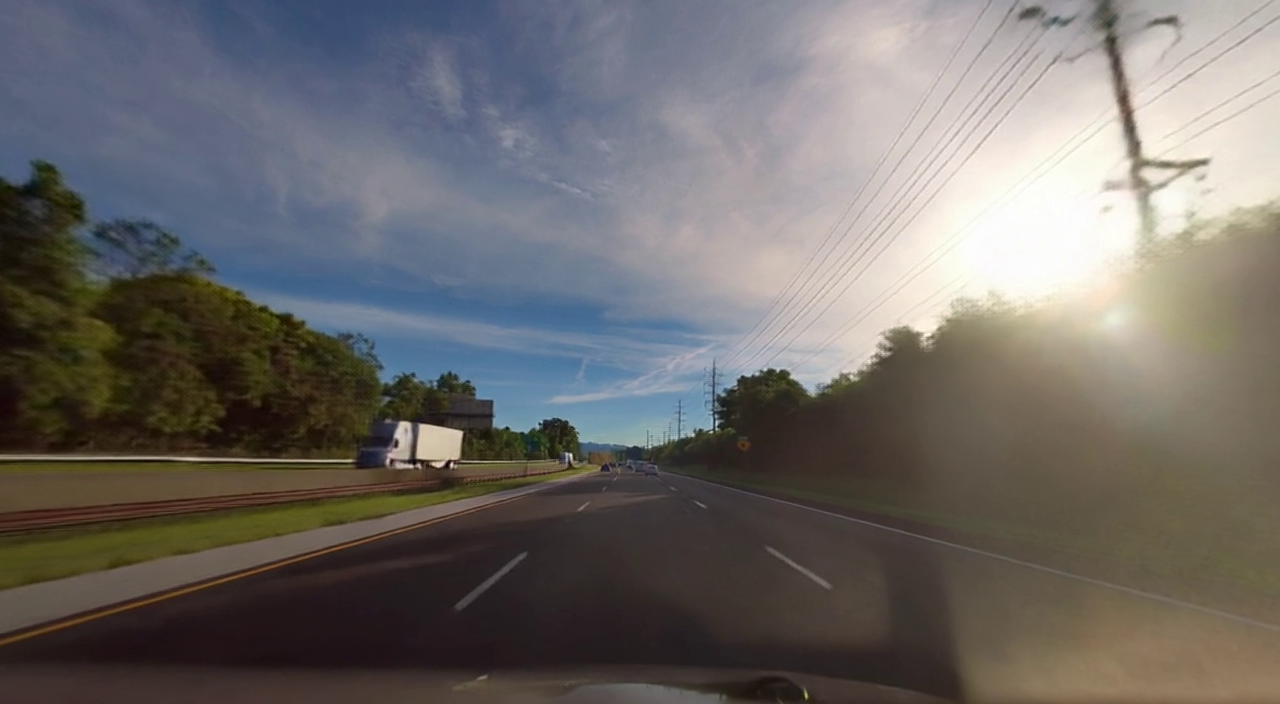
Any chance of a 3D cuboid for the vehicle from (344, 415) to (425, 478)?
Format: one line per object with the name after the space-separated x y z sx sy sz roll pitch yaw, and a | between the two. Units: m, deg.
-17.383 6.580 43.347 2.964 3.921 5.816 1 -10 -1 | vehicle
